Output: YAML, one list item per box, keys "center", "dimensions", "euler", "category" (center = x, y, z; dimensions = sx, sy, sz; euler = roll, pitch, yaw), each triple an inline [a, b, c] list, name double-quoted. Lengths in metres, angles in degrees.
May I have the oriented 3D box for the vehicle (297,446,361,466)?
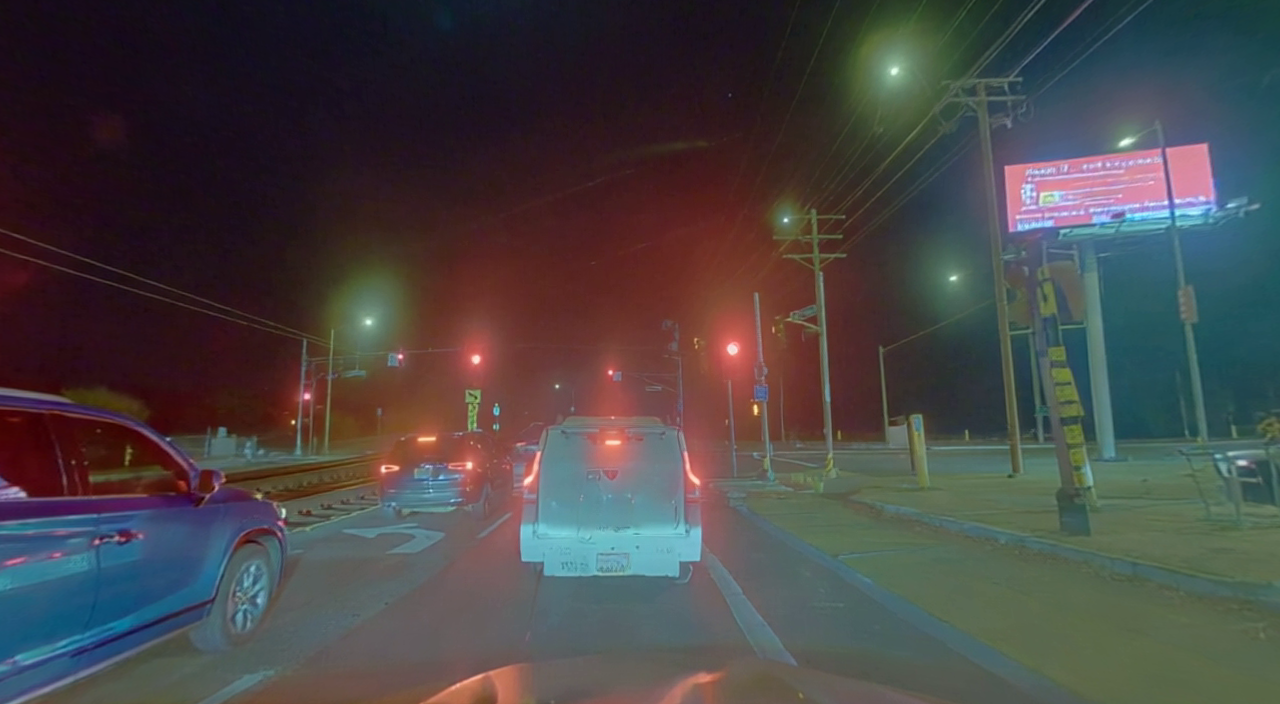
- center: [-24.201, 8.063, 49.092]
  dimensions: [4.357, 1.444, 1.842]
  euler: [-3, -9, 19]
  category: "vehicle"

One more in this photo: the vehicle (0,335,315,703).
- center: [-3.923, 0.863, 2.992]
  dimensions: [2.052, 1.814, 5.184]
  euler: [0, -9, -1]
  category: "vehicle"

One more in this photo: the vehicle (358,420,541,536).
- center: [-3.146, 2.182, 11.503]
  dimensions: [1.988, 1.678, 4.317]
  euler: [0, -9, 0]
  category: "vehicle"

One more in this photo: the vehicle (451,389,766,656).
- center: [-0.208, 1.379, 5.997]
  dimensions: [2.025, 1.723, 3.644]
  euler: [0, -9, 0]
  category: "vehicle"

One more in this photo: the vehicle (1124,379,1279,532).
- center: [9.604, 1.320, 8.188]
  dimensions: [5.060, 1.702, 2.033]
  euler: [1, -9, -4]
  category: "vehicle"
